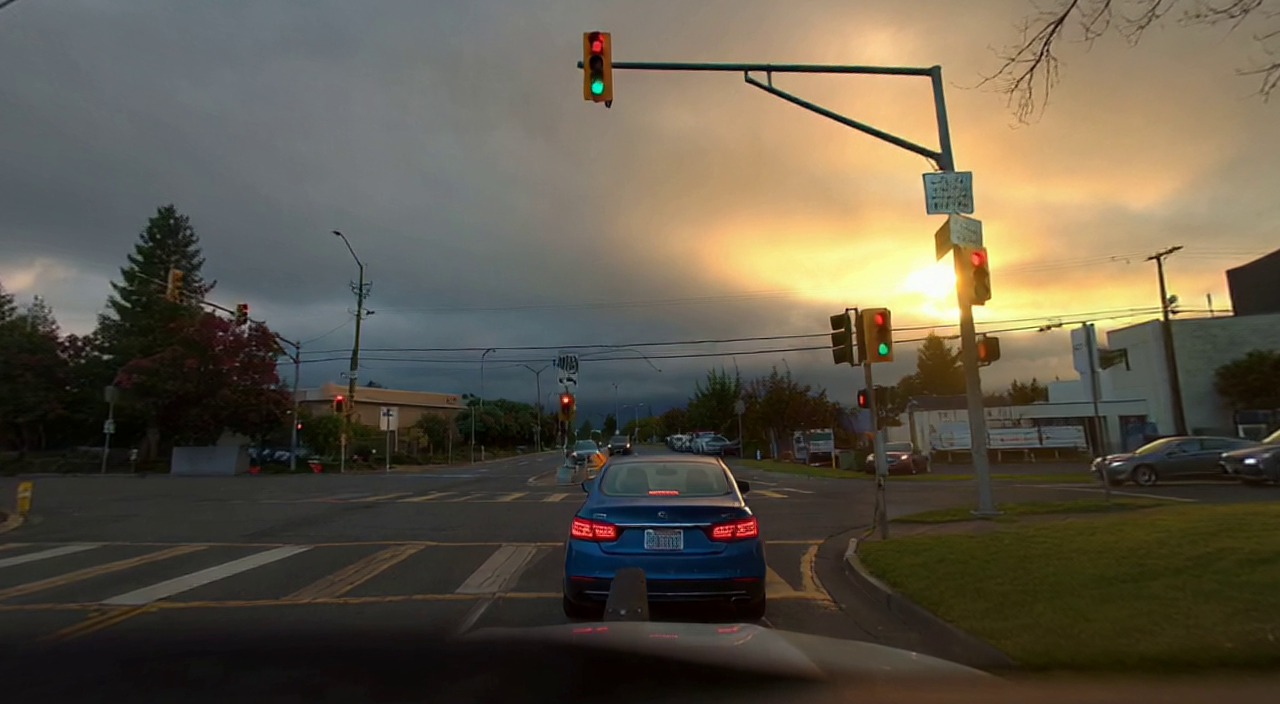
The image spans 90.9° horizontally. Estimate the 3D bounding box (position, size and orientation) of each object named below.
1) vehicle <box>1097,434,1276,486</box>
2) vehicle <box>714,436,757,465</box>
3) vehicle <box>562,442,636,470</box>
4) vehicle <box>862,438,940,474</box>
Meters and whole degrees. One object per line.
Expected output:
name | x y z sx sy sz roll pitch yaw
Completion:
vehicle | 16.797 3.316 19.504 3.876 1.512 1.784 0 -8 -2
vehicle | 6.930 7.168 46.146 1.491 2.041 2.964 6 -9 -34
vehicle | -2.441 6.151 37.560 3.991 1.526 1.868 -4 -9 30
vehicle | 12.403 5.039 30.272 1.922 1.529 3.964 1 -12 -2
